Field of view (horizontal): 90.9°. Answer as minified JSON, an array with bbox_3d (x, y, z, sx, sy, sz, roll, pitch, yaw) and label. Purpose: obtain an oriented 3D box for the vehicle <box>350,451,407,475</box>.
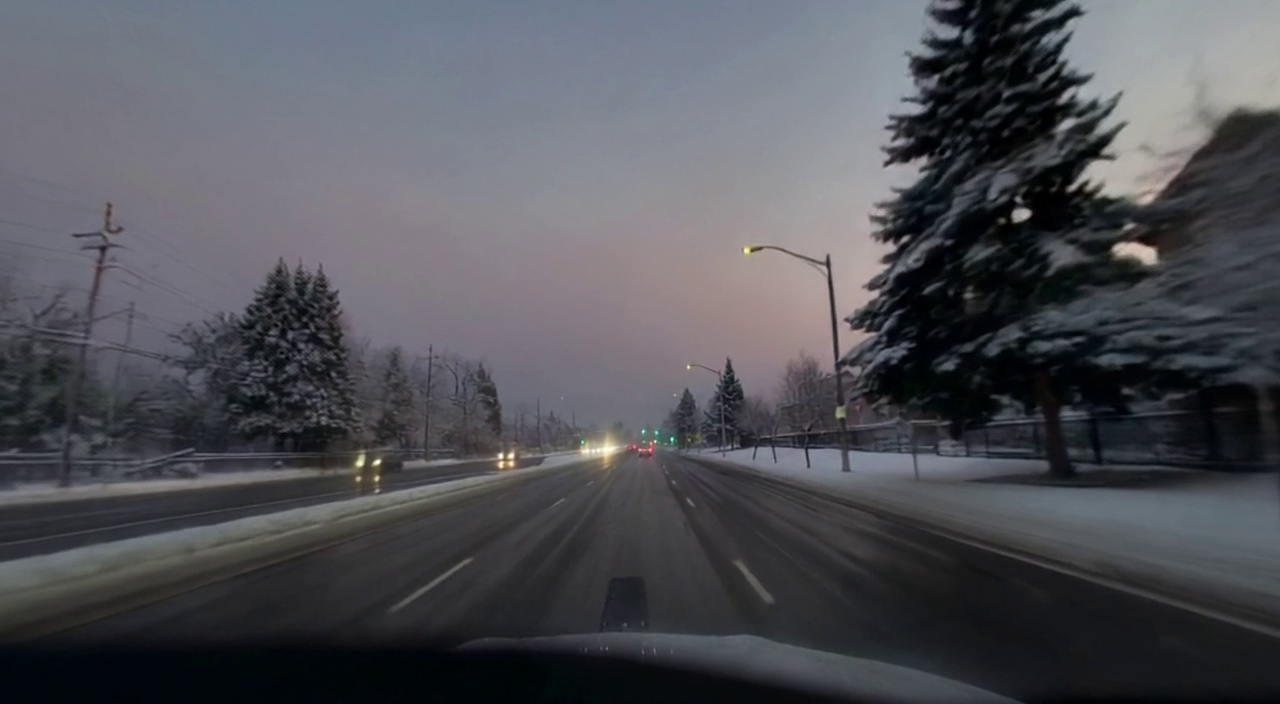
[{"bbox_3d":[-19.880,8.458,48.192,2.025,1.643,4.880,-1,-8,3],"label":"vehicle"}]
